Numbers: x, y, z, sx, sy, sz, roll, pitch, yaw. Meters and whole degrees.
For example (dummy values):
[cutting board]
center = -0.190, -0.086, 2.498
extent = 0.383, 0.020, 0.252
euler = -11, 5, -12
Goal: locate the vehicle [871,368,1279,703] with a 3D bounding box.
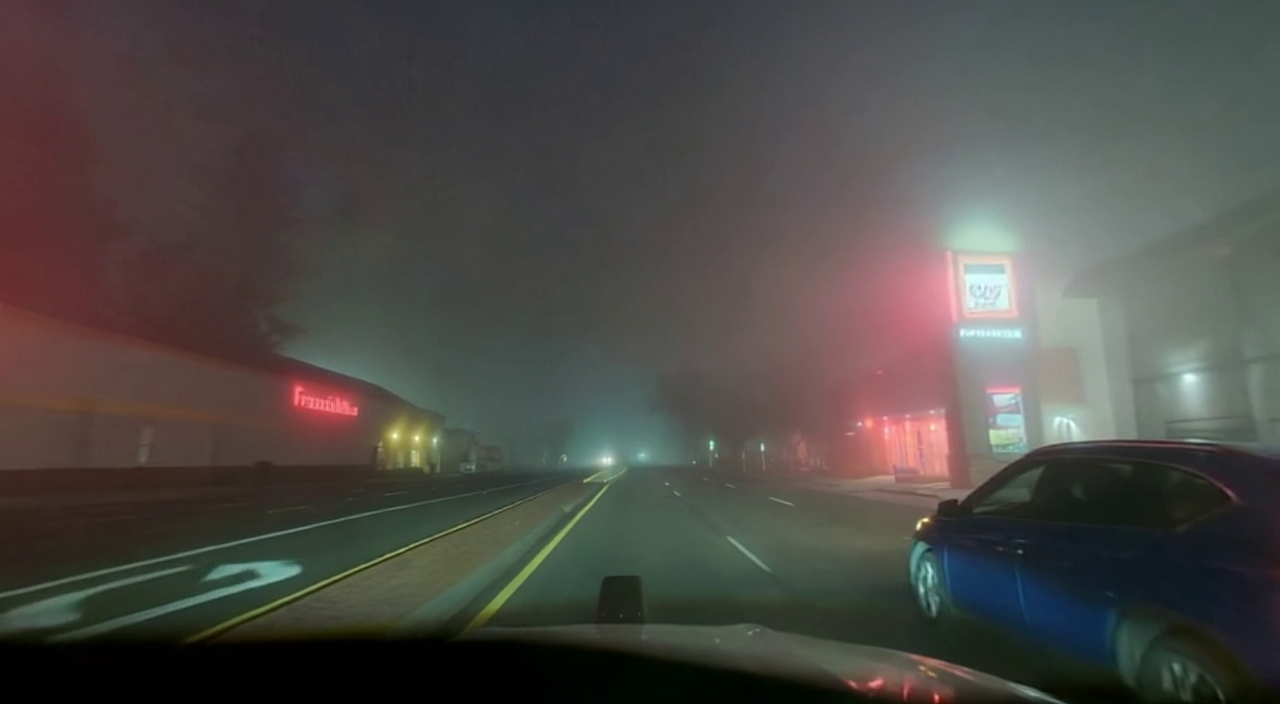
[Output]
[vehicle]
center = 3.090, 1.019, 2.975
extent = 2.015, 1.641, 4.995
euler = 0, -9, -1
